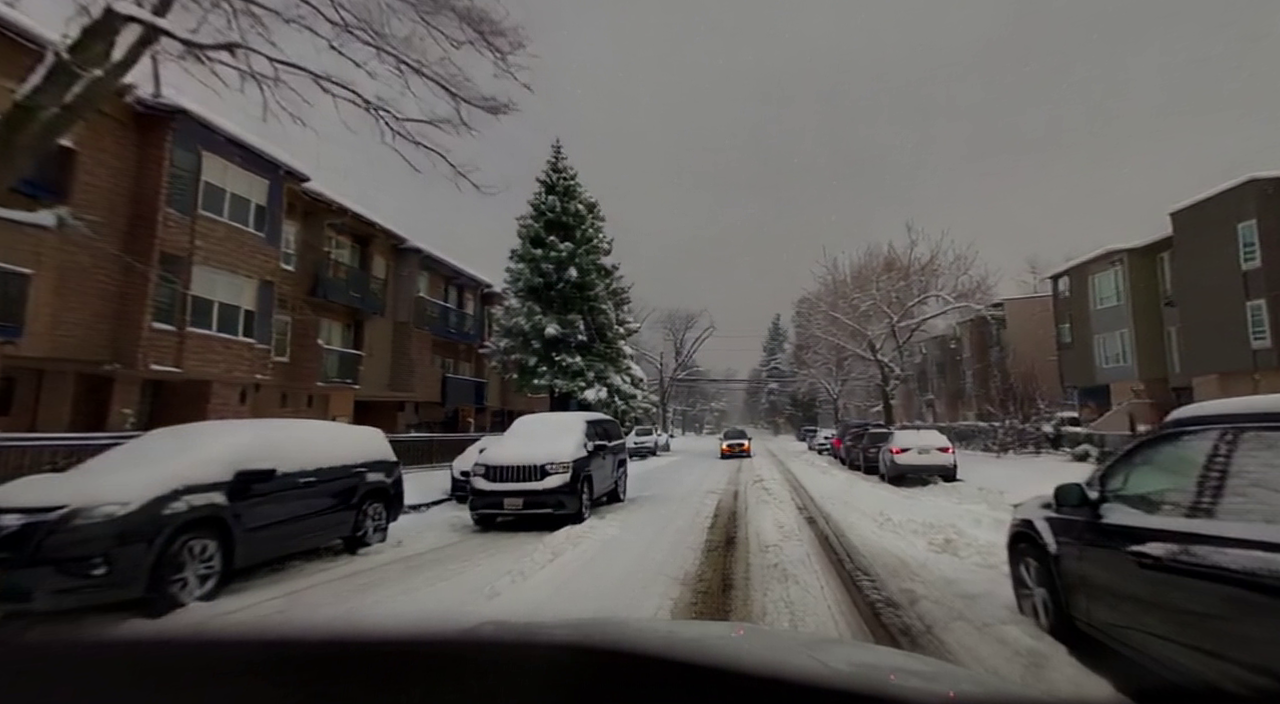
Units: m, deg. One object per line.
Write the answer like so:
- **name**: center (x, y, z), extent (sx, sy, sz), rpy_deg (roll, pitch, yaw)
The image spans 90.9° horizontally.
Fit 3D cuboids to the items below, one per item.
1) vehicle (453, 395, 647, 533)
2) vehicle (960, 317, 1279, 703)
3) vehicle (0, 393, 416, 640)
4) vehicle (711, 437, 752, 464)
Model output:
- **vehicle**: center (-1.383, 2.068, 12.166), extent (2.197, 2.047, 4.985), rpy_deg (-2, -8, 10)
- **vehicle**: center (3.202, 0.801, 2.388), extent (2.055, 1.717, 5.172), rpy_deg (-2, -8, 10)
- **vehicle**: center (-4.613, 1.543, 7.040), extent (2.002, 1.774, 4.568), rpy_deg (-2, -8, 8)
- **vehicle**: center (5.422, 5.794, 37.059), extent (1.971, 1.476, 4.593), rpy_deg (-2, -9, 13)
